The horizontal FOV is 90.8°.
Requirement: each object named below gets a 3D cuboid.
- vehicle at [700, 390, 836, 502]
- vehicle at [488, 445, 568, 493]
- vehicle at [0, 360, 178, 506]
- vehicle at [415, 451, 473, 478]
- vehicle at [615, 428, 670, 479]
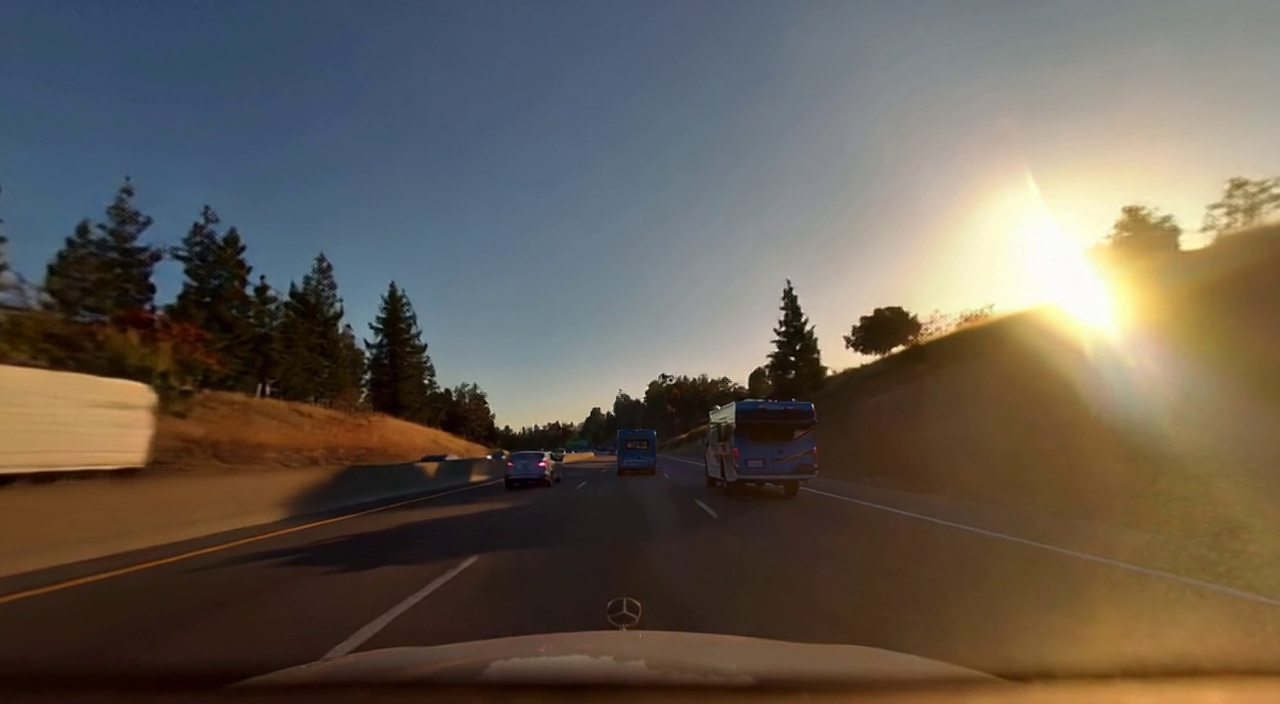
[{"bbox_3d":[3.691,3.001,20.210,2.607,2.910,7.252,0,-9,-2],"label":"vehicle"},{"bbox_3d":[-3.846,4.094,22.509,1.959,1.502,4.559,0,-9,0],"label":"vehicle"},{"bbox_3d":[-19.602,2.215,17.365,2.914,4.094,14.271,0,-9,0],"label":"vehicle"},{"bbox_3d":[-11.456,6.560,37.132,1.966,1.453,4.217,0,-9,1],"label":"vehicle"},{"bbox_3d":[0.093,5.036,31.342,2.524,2.310,4.986,0,-9,0],"label":"vehicle"}]
